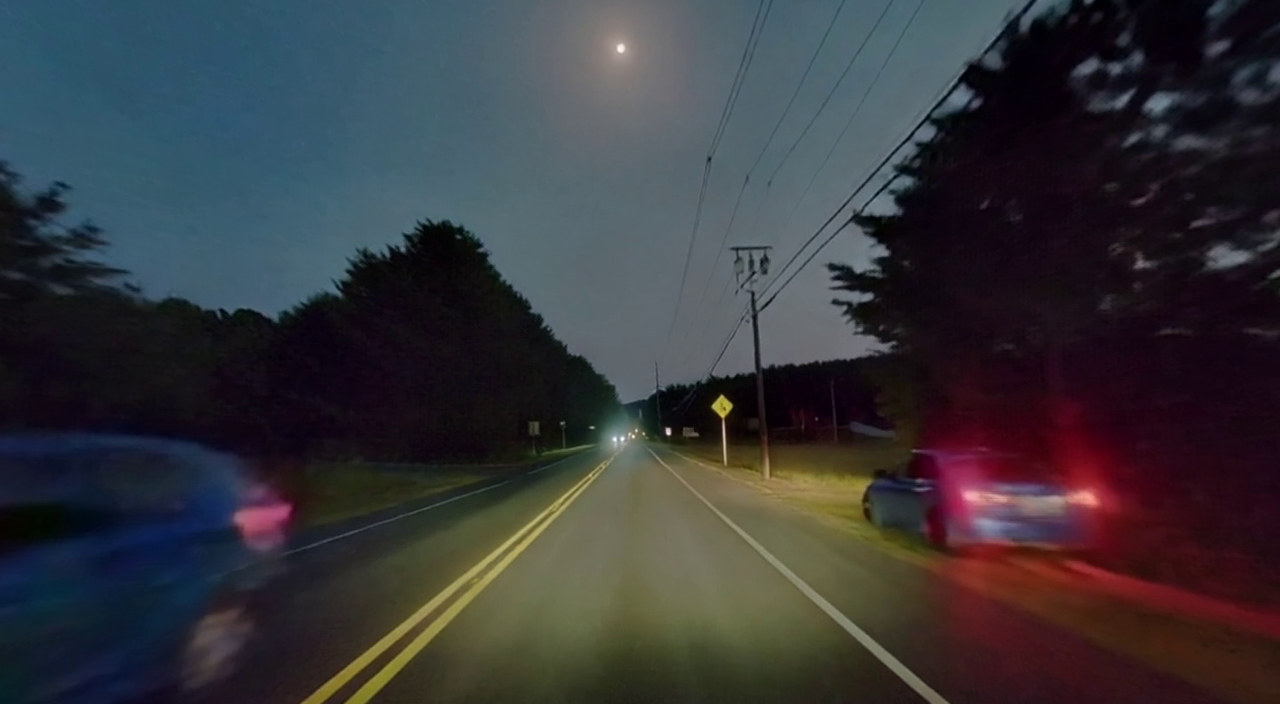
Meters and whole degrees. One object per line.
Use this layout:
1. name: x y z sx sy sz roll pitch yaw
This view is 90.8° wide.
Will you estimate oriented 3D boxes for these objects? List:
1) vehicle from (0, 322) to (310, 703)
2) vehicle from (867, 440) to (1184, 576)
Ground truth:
1. vehicle: -3.231 0.733 1.957 2.023 1.722 4.372 0 -8 0
2. vehicle: 5.036 2.047 9.162 1.905 1.482 4.240 0 -9 0
